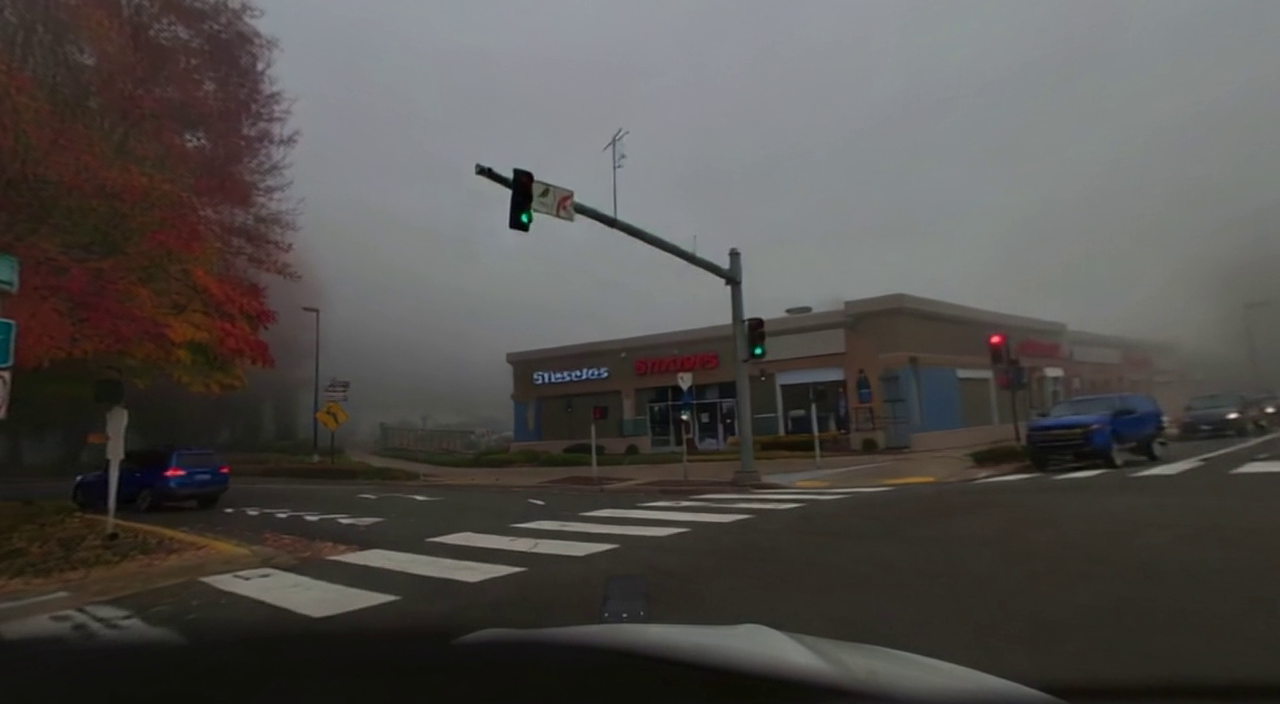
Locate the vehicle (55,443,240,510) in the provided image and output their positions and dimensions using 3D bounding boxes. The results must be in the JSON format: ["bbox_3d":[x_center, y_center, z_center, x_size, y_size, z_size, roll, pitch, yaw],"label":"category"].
[{"bbox_3d":[-15.167,3.761,19.429,5.110,1.814,2.146,-4,-9,23],"label":"vehicle"}]

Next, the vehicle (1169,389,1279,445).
[{"bbox_3d":[21.561,2.467,23.139,4.945,1.808,2.247,6,-11,-39],"label":"vehicle"}]

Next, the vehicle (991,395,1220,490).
[{"bbox_3d":[11.420,2.089,15.346,5.787,1.834,2.524,2,-9,-34],"label":"vehicle"}]
